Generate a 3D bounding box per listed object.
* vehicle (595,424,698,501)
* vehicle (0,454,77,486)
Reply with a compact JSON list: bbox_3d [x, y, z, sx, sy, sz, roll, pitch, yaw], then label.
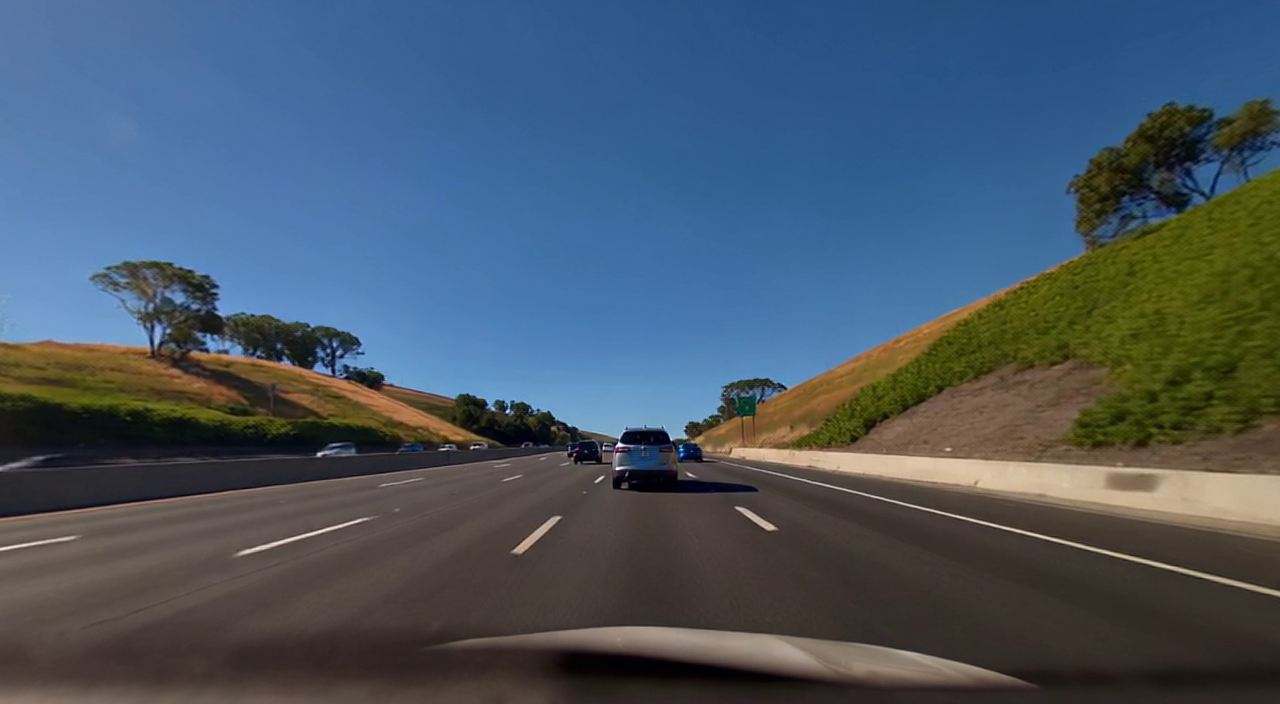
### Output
[{"bbox_3d":[0.165,2.952,17.158,2.447,1.804,4.273,0,-9,0],"label":"vehicle"},{"bbox_3d":[-31.573,5.936,32.004,1.911,1.461,4.375,0,-9,0],"label":"vehicle"}]
